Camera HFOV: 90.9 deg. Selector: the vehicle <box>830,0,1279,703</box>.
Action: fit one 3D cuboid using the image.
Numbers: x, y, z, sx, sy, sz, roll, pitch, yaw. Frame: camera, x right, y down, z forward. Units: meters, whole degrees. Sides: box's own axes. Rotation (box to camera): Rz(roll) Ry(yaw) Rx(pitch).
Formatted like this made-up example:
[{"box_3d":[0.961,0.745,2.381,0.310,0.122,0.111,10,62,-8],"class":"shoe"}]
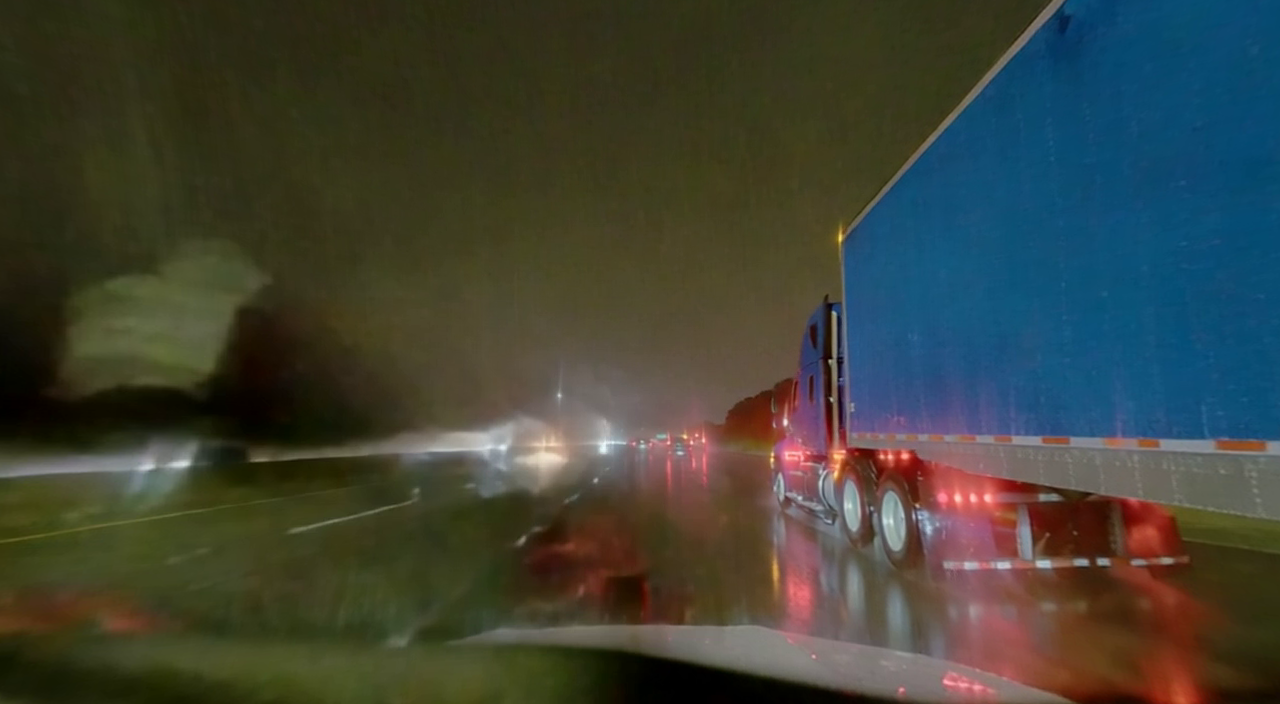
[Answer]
[{"box_3d":[3.626,-0.242,2.356,3.012,3.768,8.945,0,-8,0],"class":"vehicle"}]
